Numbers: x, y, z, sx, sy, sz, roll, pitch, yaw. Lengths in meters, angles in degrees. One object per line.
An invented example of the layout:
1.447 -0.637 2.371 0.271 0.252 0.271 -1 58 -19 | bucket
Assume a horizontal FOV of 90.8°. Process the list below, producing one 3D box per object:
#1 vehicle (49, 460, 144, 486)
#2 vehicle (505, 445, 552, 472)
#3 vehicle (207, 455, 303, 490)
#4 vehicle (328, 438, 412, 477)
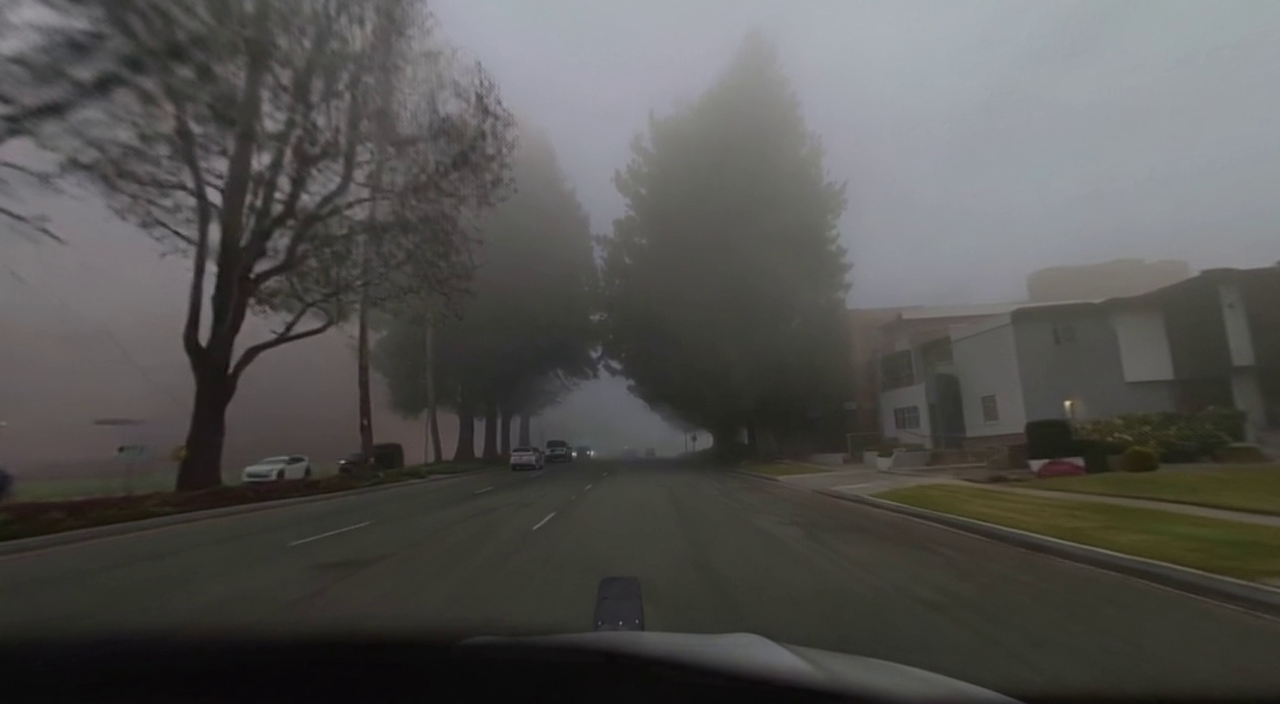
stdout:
-34.257 7.623 39.911 4.194 1.486 1.883 0 -9 -1 | vehicle
-6.492 6.238 37.303 1.970 1.456 4.441 0 -9 0 | vehicle
-17.942 5.602 29.734 1.794 1.449 4.384 0 -9 -1 | vehicle
-15.065 5.910 35.669 2.326 2.030 5.373 0 -9 1 | vehicle
